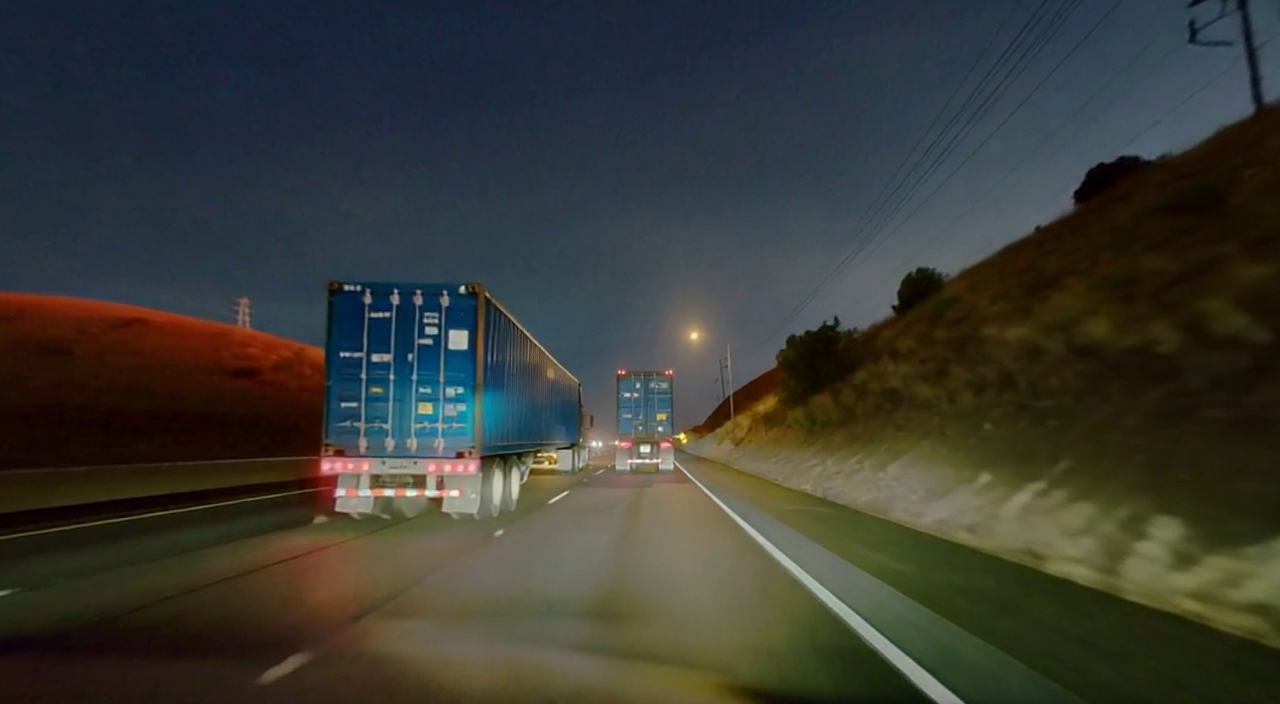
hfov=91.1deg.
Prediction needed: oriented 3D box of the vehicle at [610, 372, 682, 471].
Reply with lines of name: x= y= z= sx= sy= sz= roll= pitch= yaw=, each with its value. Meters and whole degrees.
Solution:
vehicle: x=0.140 y=3.748 z=32.174 sx=3.006 sy=4.120 sz=11.586 roll=0 pitch=-8 yaw=-1

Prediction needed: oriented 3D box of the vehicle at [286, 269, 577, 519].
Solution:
vehicle: x=-4.042 y=1.610 z=17.080 sx=3.065 sy=4.105 sz=13.706 roll=0 pitch=-8 yaw=1
